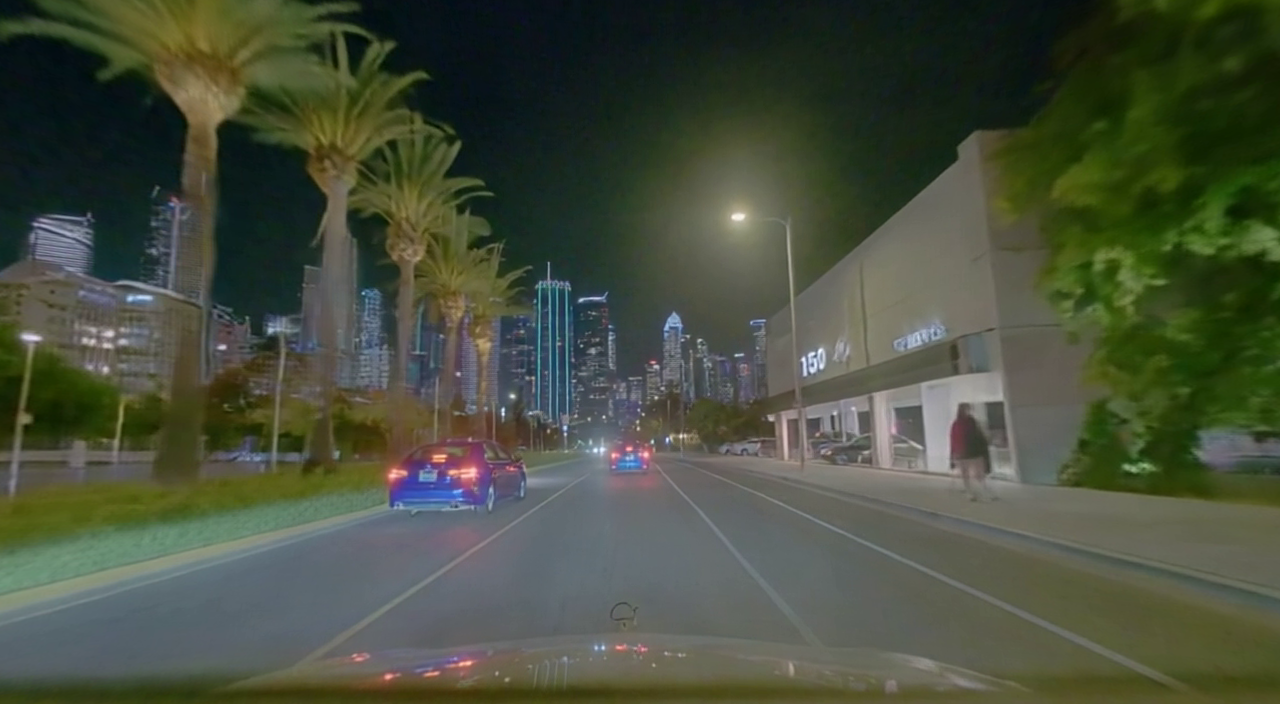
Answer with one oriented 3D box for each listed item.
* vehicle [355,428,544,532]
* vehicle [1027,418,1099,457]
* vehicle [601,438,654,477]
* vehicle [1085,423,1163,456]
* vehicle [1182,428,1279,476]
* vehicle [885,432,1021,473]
[{"bbox_3d":[-3.185,2.243,11.698,2.071,1.544,4.383,0,-8,1],"label":"vehicle"},{"bbox_3d":[23.626,4.828,35.549,2.288,1.984,5.526,-4,-9,23],"label":"vehicle"},{"bbox_3d":[-0.492,4.297,25.852,2.004,1.465,3.713,0,-8,0],"label":"vehicle"},{"bbox_3d":[26.492,4.851,34.759,1.982,1.694,4.676,-3,-9,20],"label":"vehicle"},{"bbox_3d":[20.534,3.188,20.319,1.976,1.431,4.774,0,-8,0],"label":"vehicle"},{"bbox_3d":[13.258,4.270,26.919,4.749,1.522,1.905,-1,-9,-3],"label":"vehicle"}]
